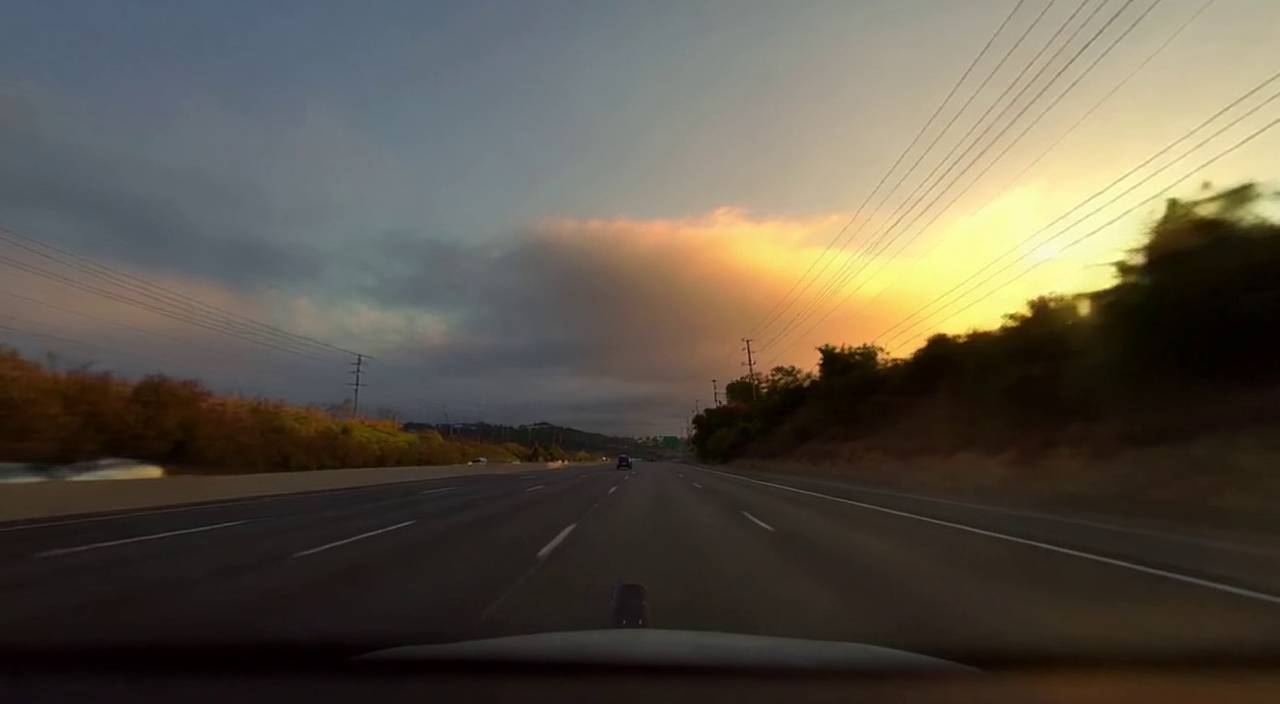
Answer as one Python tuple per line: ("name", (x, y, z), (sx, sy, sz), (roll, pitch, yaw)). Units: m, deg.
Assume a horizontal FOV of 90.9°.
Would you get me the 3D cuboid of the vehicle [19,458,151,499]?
("vehicle", (-21.910, 4.974, 25.094), (1.789, 1.430, 3.710), (0, -9, 1))
